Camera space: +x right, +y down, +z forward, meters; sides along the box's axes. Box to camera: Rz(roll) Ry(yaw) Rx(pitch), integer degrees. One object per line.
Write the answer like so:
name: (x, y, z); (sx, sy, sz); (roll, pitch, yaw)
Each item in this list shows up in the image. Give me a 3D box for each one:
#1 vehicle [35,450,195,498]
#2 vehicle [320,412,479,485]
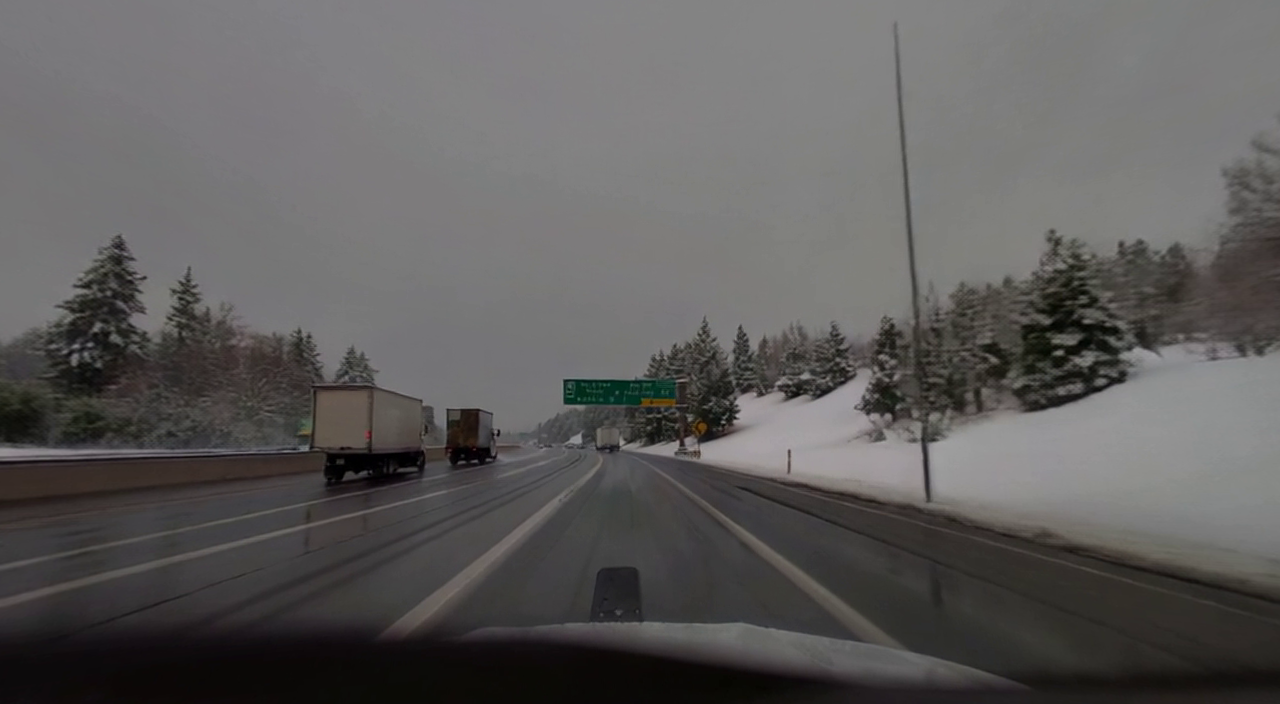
vehicle: (-18.013, 4.155, 22.072); (1.842, 1.452, 4.612); (0, -8, -3)
vehicle: (-10.785, 4.672, 30.871); (3.270, 2.674, 14.547); (1, -8, -5)
